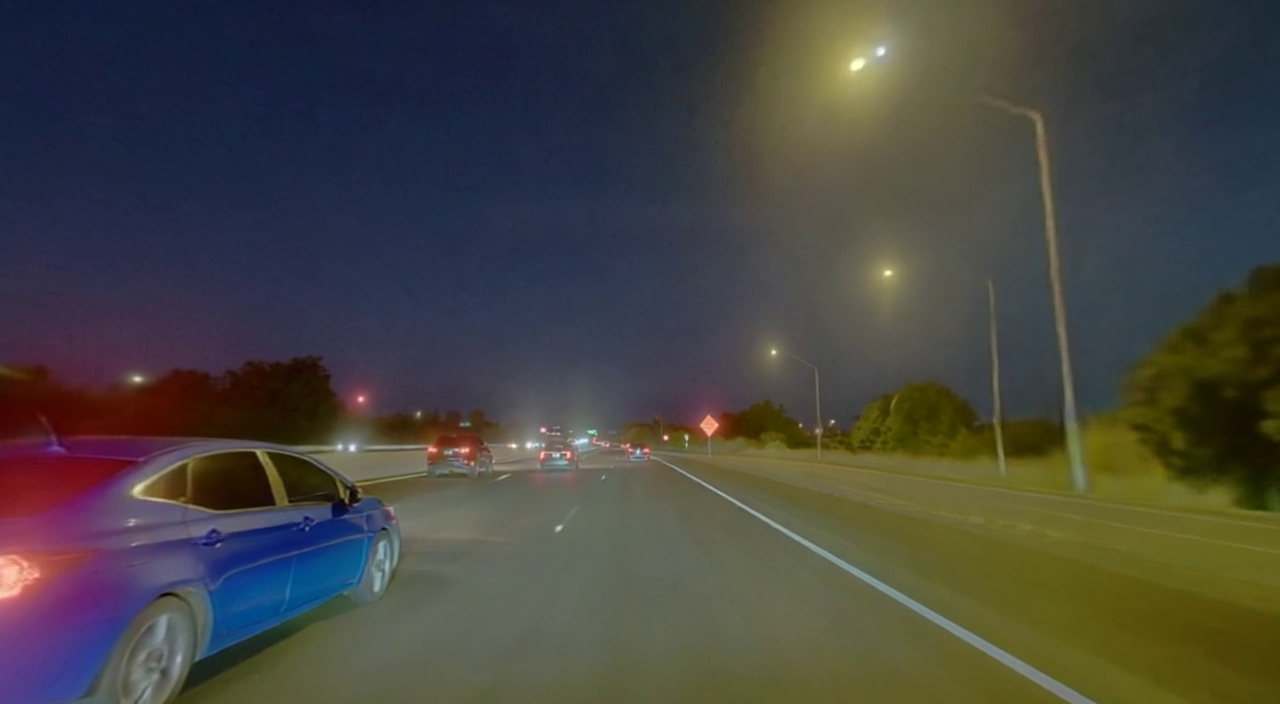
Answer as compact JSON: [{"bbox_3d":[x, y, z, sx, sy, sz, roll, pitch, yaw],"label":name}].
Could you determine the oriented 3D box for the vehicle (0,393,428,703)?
[{"bbox_3d":[-3.350,1.241,4.717,2.025,1.506,4.429,0,-8,-1],"label":"vehicle"}]

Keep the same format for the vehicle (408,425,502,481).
[{"bbox_3d":[-7.206,3.993,25.288,2.171,1.982,5.246,0,-8,-1],"label":"vehicle"}]

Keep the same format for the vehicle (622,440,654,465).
[{"bbox_3d":[-0.208,6.633,41.802,2.018,1.508,4.087,0,-8,-2],"label":"vehicle"}]

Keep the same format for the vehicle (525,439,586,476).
[{"bbox_3d":[-3.591,4.583,27.683,2.068,1.501,4.395,0,-8,0],"label":"vehicle"}]
